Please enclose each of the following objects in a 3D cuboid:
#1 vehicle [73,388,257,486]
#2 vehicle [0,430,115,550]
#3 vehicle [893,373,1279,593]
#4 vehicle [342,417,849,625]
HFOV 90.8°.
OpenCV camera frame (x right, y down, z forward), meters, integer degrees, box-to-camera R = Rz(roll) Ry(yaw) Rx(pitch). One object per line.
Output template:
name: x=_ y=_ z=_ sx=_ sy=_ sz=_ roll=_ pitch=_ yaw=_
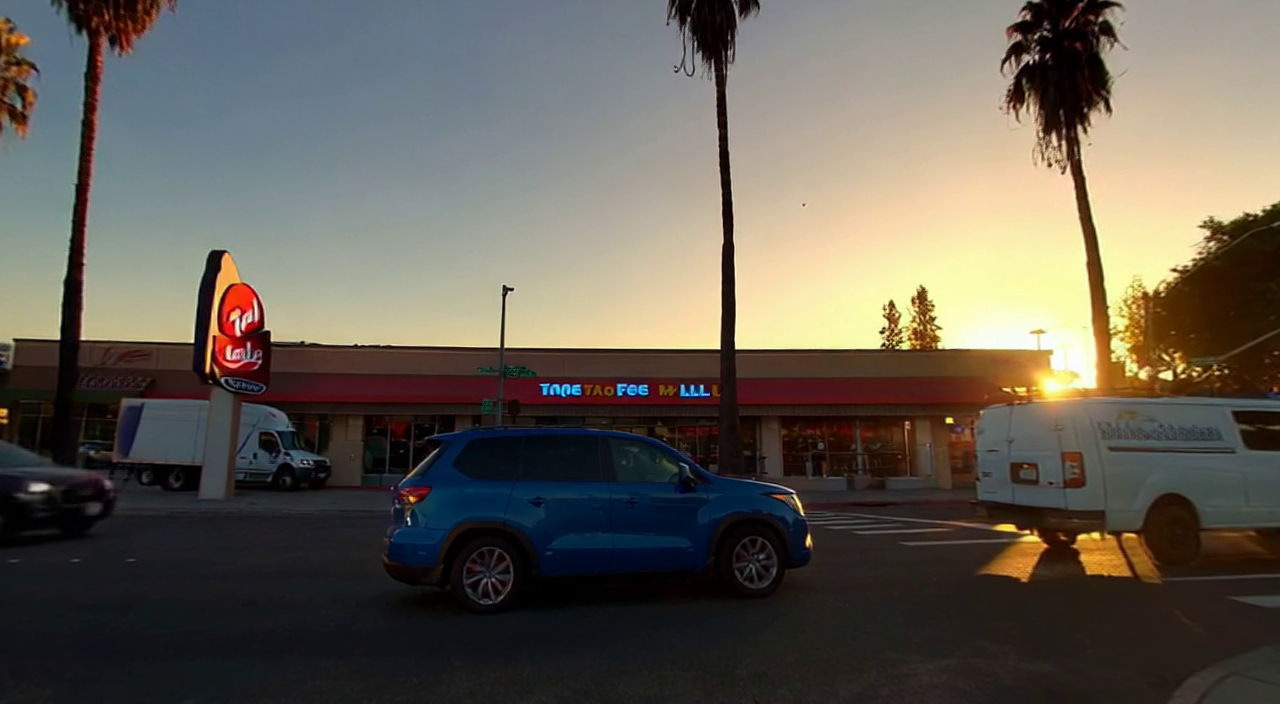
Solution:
vehicle: x=-21.537 y=4.017 z=29.444 sx=3.034 sy=3.929 sz=7.699 roll=1 pitch=-9 yaw=-6
vehicle: x=-10.970 y=1.999 z=9.396 sx=4.280 sy=1.625 sz=2.062 roll=1 pitch=-9 yaw=-7
vehicle: x=6.782 y=1.528 z=7.930 sx=6.246 sy=2.202 sz=2.277 roll=1 pitch=-9 yaw=-7
vehicle: x=-0.421 y=1.624 z=6.764 sx=4.493 sy=1.728 sz=2.137 roll=1 pitch=-9 yaw=-8
